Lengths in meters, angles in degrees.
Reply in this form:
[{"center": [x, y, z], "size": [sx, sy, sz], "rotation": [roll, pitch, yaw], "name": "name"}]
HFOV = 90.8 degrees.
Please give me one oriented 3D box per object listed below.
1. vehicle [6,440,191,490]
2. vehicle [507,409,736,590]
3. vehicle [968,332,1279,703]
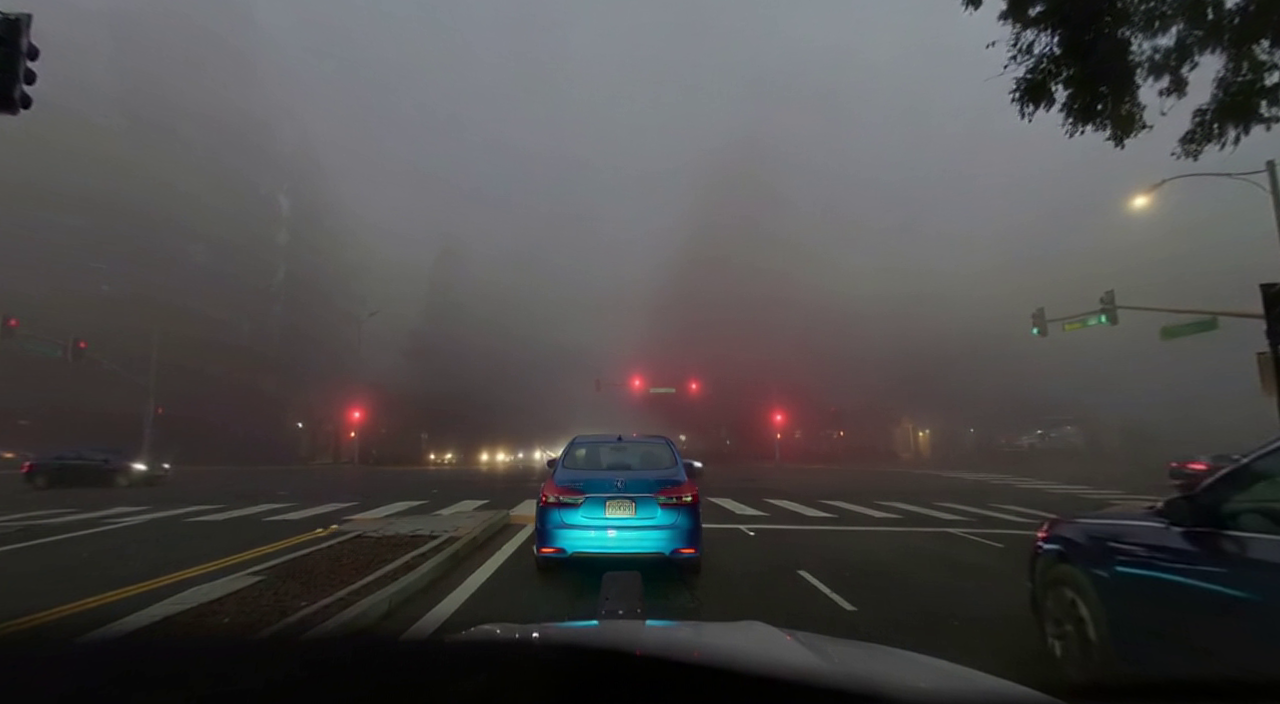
[{"center": [-18.783, 3.918, 22.090], "size": [4.544, 1.639, 2.048], "rotation": [0, -8, 1], "name": "vehicle"}, {"center": [-0.199, 1.627, 7.753], "size": [2.066, 1.618, 3.922], "rotation": [0, -8, -1], "name": "vehicle"}, {"center": [3.420, 0.821, 2.229], "size": [1.995, 1.787, 4.810], "rotation": [1, -8, 1], "name": "vehicle"}]
